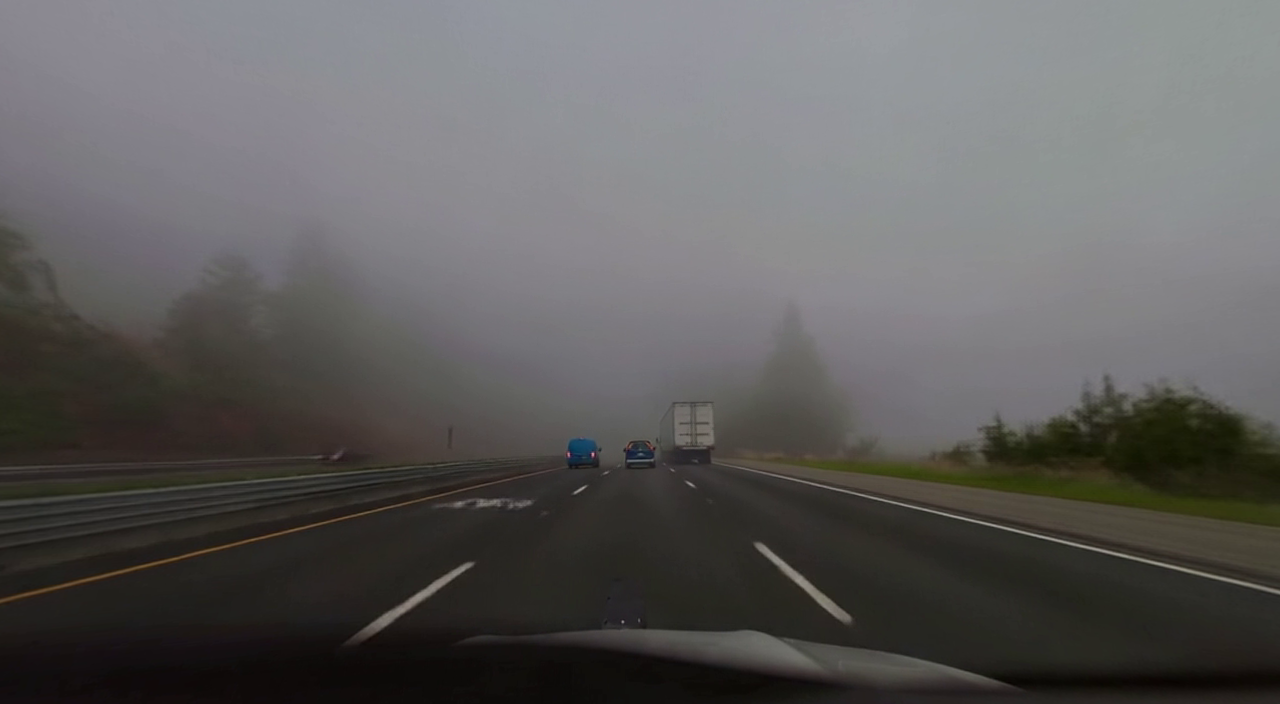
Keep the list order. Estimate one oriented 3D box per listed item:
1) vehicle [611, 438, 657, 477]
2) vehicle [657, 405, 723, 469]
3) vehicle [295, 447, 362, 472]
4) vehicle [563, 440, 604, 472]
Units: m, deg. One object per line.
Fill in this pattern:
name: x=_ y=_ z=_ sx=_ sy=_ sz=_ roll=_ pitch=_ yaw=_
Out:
vehicle: x=-0.285 y=5.374 z=32.194 sx=2.209 sy=1.825 sz=4.036 roll=0 pitch=-9 yaw=0
vehicle: x=3.380 y=6.710 z=48.406 sx=3.468 sy=4.030 sz=16.902 roll=0 pitch=-9 yaw=-1
vehicle: x=-19.158 y=6.621 z=39.008 sx=1.932 sy=1.459 sz=4.178 roll=-1 pitch=-9 yaw=1
vehicle: x=-3.659 y=6.886 z=41.833 sx=2.167 sy=1.991 sz=5.062 roll=-1 pitch=-9 yaw=1
